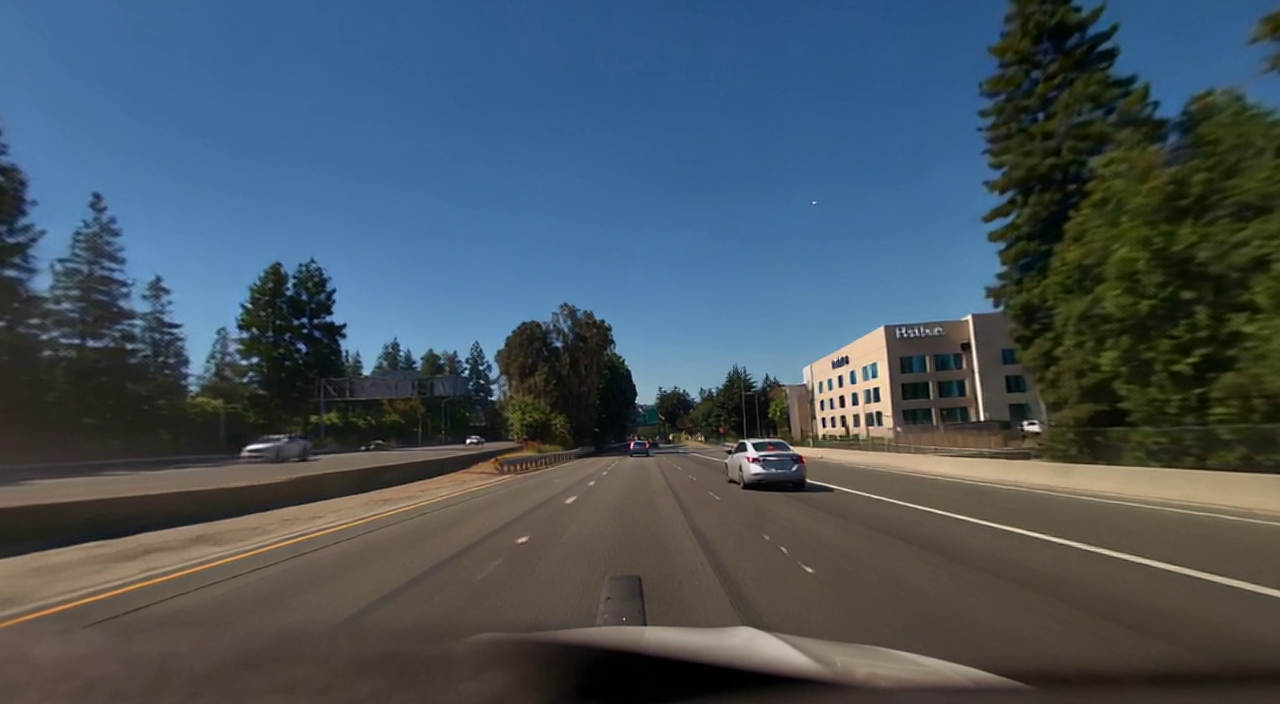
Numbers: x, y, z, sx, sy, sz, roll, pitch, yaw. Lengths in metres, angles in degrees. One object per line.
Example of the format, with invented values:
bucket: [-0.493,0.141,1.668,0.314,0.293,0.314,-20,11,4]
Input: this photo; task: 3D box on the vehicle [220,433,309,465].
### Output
vehicle: [-20.917,5.414,35.440,2.108,1.667,4.823,0,-8,-2]

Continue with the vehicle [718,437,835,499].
vehicle: [3.468,3.026,16.930,2.069,1.431,4.313,0,-8,-2]
